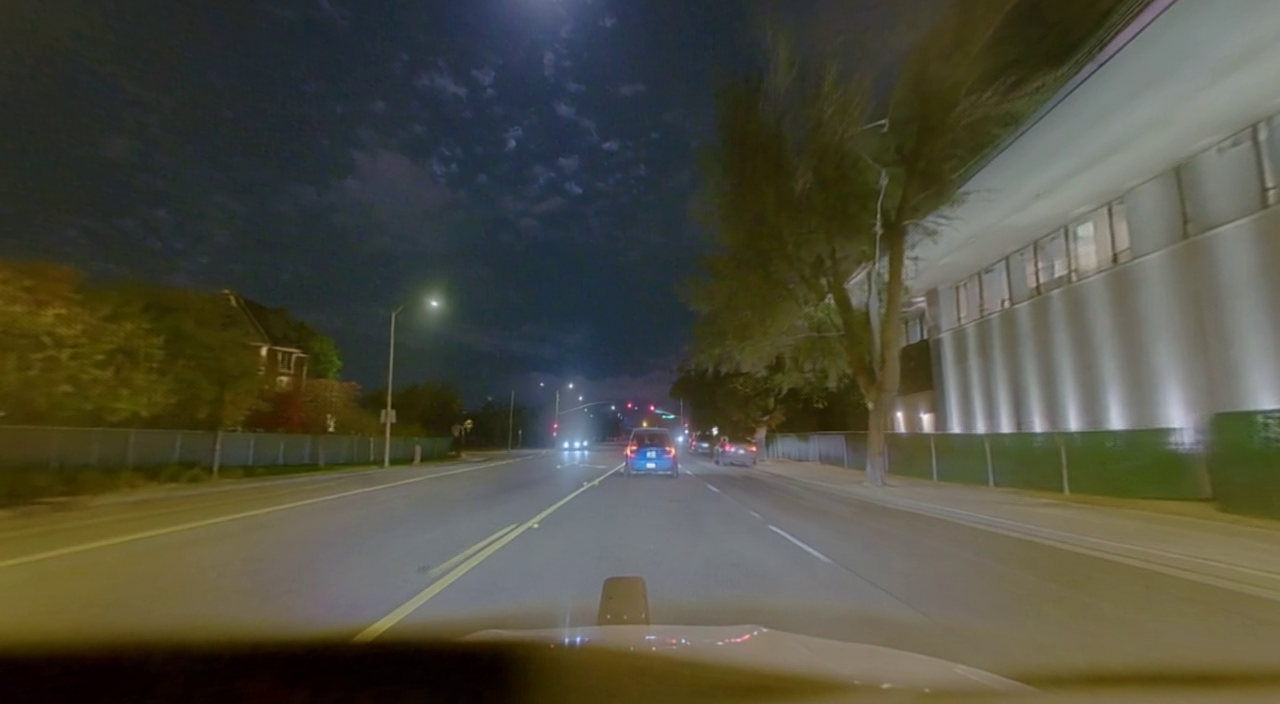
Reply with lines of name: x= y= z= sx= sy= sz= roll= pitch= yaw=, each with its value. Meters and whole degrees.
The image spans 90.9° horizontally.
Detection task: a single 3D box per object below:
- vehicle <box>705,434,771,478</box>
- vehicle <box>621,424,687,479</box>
vehicle: x=4.175 y=4.531 z=27.688 sx=2.138 sy=1.699 sz=4.852 roll=0 pitch=-8 yaw=0
vehicle: x=0.557 y=3.893 z=24.827 sx=2.386 sy=1.947 sz=4.168 roll=-1 pitch=-8 yaw=2
